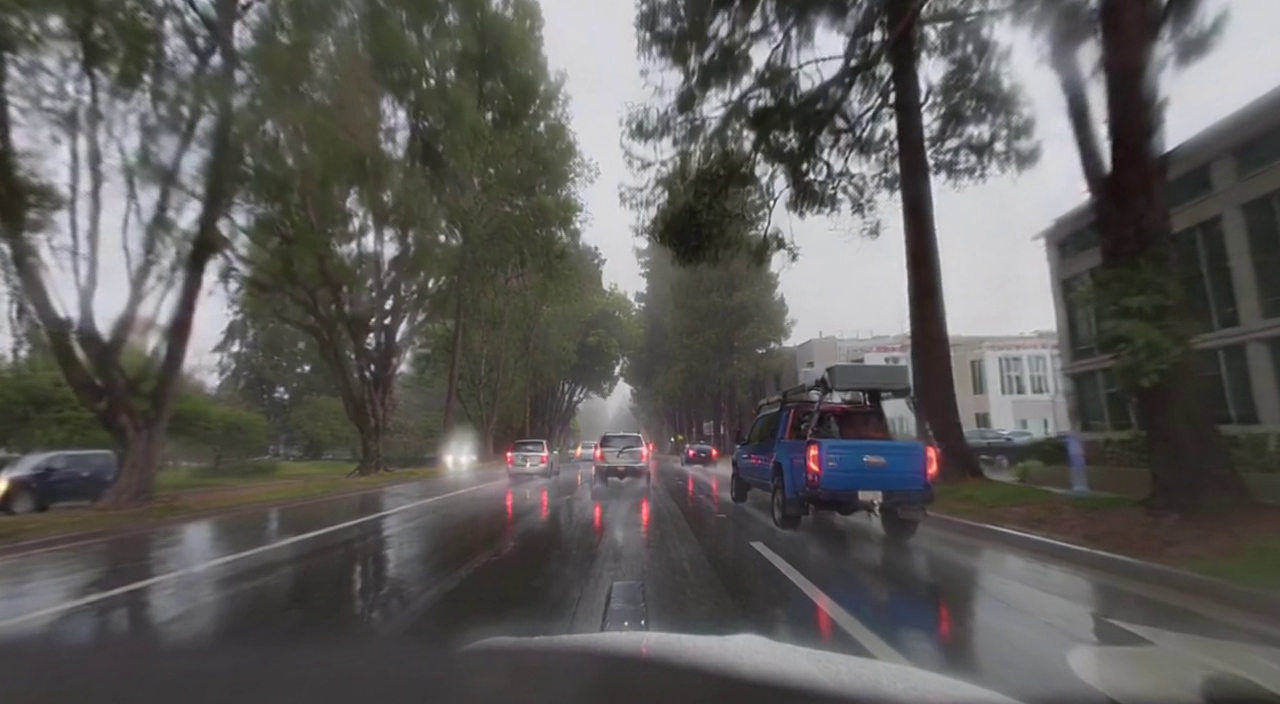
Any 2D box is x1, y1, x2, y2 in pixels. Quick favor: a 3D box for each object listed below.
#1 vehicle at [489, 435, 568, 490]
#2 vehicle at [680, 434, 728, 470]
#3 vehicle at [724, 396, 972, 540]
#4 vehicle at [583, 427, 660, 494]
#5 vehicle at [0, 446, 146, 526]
[{"bbox_3d":[-3.599,3.627,21.047,1.894,1.642,3.861,0,-8,1],"label":"vehicle"},{"bbox_3d":[3.638,5.802,36.591,2.183,1.948,4.633,0,-8,-2],"label":"vehicle"},{"bbox_3d":[3.394,2.115,12.162,2.655,2.054,6.098,0,-8,0],"label":"vehicle"},{"bbox_3d":[-0.466,3.215,18.966,2.075,1.770,4.018,0,-8,1],"label":"vehicle"},{"bbox_3d":[-15.047,3.258,15.725,1.889,1.743,4.296,-2,-8,1],"label":"vehicle"}]
